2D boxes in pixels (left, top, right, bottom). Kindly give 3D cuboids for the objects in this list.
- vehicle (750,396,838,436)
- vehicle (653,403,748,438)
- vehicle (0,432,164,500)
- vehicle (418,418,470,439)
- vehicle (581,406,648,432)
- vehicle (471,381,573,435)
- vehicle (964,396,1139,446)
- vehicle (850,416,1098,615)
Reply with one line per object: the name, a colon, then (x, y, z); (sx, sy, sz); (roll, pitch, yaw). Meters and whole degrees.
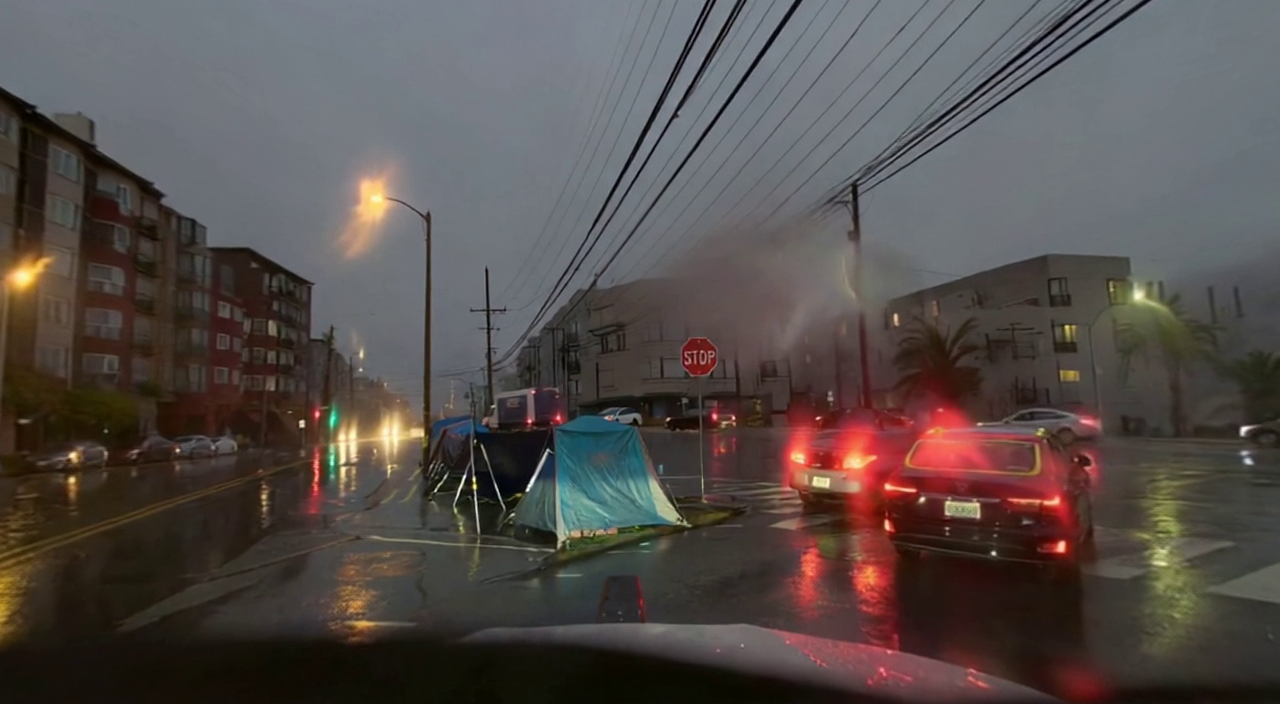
vehicle: (8.240, 3.509, 34.087); (1.805, 1.694, 4.214); (13, -17, -43)
vehicle: (2.853, 3.382, 30.646); (4.363, 1.511, 1.838); (-8, -12, 43)
vehicle: (-17.194, 3.492, 19.874); (2.054, 1.800, 5.212); (3, -9, -20)
vehicle: (-15.353, 6.016, 49.366); (2.089, 1.506, 4.641); (7, -11, -41)
vehicle: (-1.673, 4.271, 39.790); (1.790, 1.468, 4.422); (8, -12, -42)
vehicle: (-7.692, 3.733, 40.700); (7.172, 3.075, 2.584); (-7, -10, 41)
vehicle: (13.683, 2.393, 21.193); (4.569, 1.487, 1.999); (-8, -11, 41)
vehicle: (4.152, 1.696, 7.600); (1.945, 1.647, 4.160); (-6, -10, 34)
